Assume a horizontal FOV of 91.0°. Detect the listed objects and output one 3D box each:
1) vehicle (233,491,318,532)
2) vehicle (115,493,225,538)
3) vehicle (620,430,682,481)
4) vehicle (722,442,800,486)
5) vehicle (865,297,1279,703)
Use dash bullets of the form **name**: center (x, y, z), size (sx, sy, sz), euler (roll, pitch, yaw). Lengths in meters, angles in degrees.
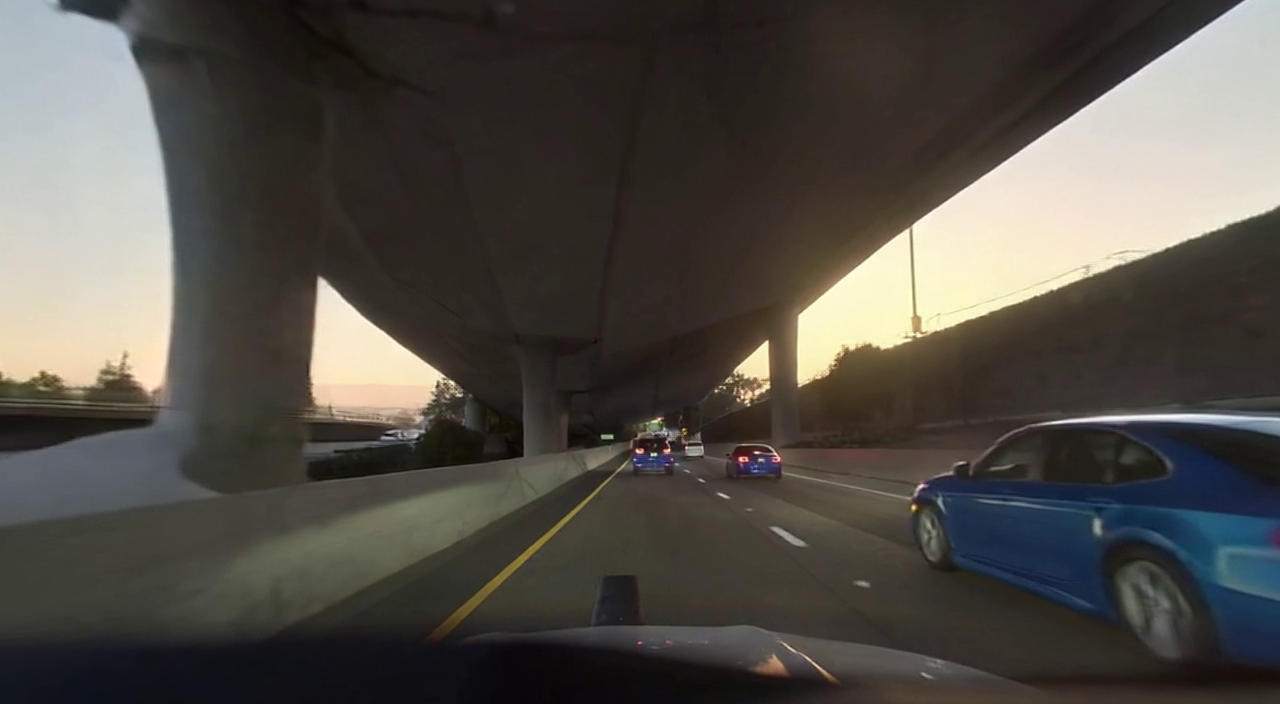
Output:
- **vehicle**: center (-18.991, 8.294, 33.071), size (1.939, 1.689, 4.298), euler (1, -9, -2)
- **vehicle**: center (-22.789, 7.907, 30.828), size (1.920, 1.675, 4.655), euler (1, -9, -2)
- **vehicle**: center (0.421, 4.156, 25.423), size (2.264, 1.841, 4.583), euler (0, -9, 0)
- **vehicle**: center (4.463, 4.208, 23.918), size (2.047, 1.500, 4.017), euler (1, -9, -2)
- **vehicle**: center (4.050, 1.117, 5.002), size (2.404, 2.014, 5.655), euler (0, -9, 0)
